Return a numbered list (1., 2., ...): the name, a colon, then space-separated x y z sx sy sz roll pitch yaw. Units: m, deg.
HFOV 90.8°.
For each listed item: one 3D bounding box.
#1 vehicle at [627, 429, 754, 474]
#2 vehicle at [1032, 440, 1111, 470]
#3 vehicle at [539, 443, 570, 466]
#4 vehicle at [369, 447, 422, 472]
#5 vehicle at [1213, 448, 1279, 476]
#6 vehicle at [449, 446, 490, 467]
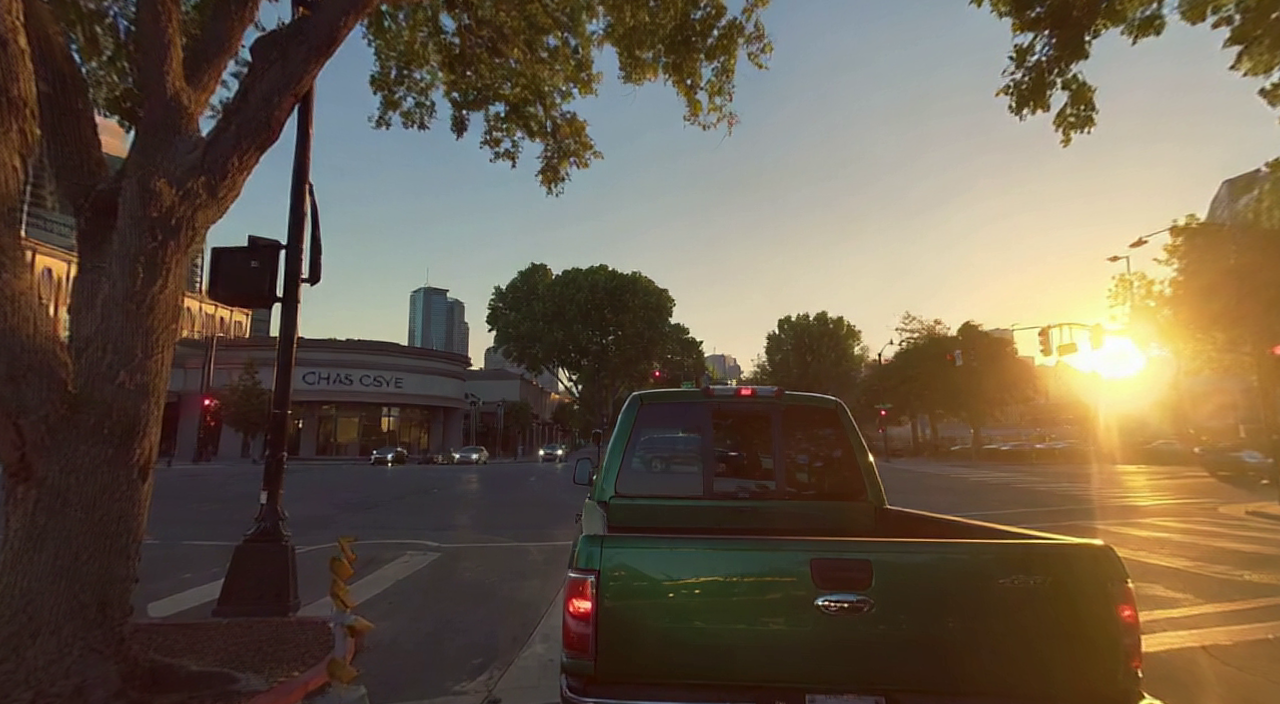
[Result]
1. vehicle: 2.335 4.758 30.263 5.667 1.927 2.289 -6 -11 36
2. vehicle: 26.349 6.271 38.554 4.541 1.731 2.007 5 -10 -28
3. vehicle: -6.044 7.125 44.105 1.879 1.464 4.457 2 -9 -11
4. vehicle: -16.249 7.137 42.228 1.883 1.586 4.297 0 -9 0
5. vehicle: 34.787 6.164 35.695 4.658 1.478 1.946 4 -10 -27
6. vehicle: -12.620 7.761 47.096 1.946 1.474 4.008 0 -9 0
